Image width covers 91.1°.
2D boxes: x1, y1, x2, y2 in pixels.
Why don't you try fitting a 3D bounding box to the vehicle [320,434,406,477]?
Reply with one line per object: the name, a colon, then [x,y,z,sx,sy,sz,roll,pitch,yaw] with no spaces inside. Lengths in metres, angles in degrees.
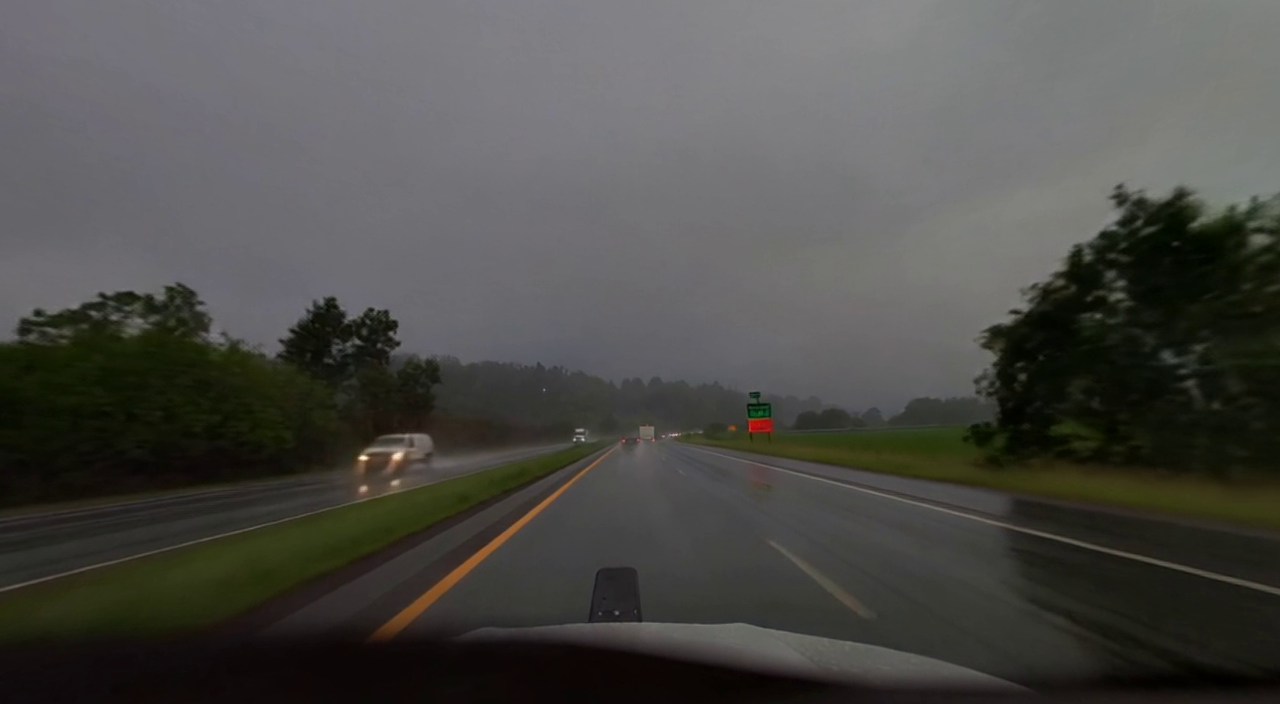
vehicle: [-12.532,4.659,28.789,1.975,1.794,4.343,0,-8,0]
